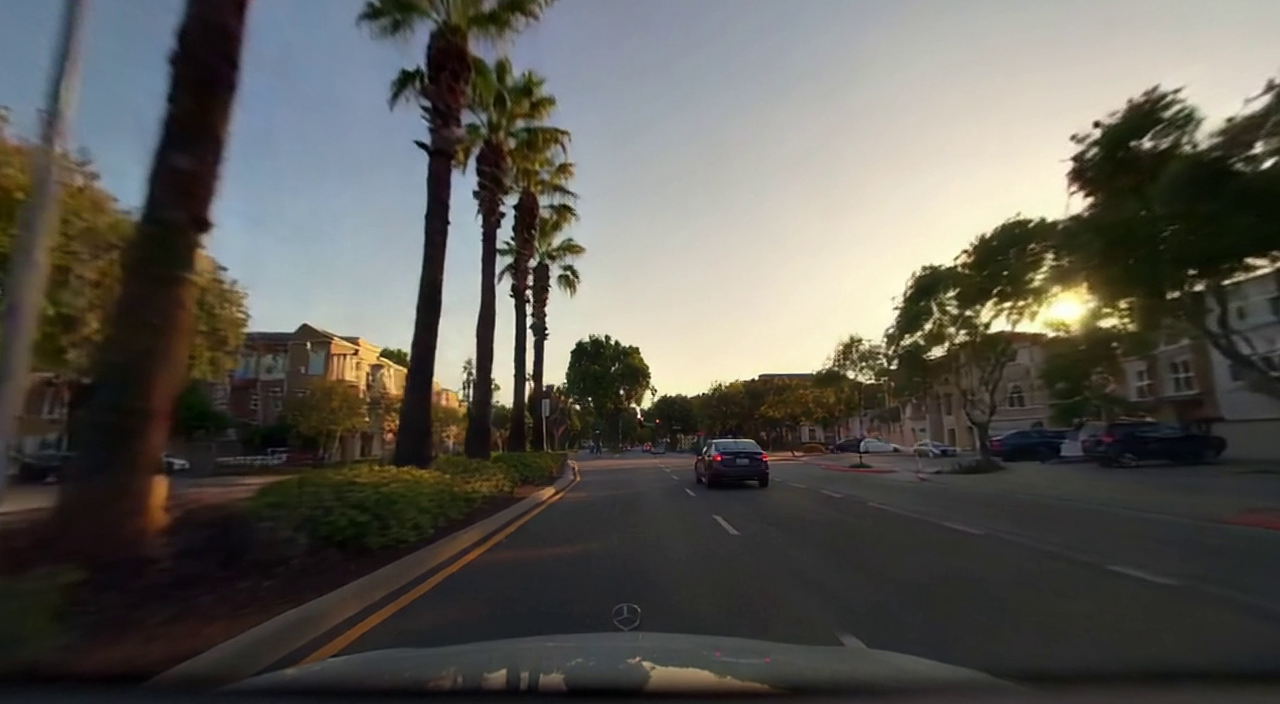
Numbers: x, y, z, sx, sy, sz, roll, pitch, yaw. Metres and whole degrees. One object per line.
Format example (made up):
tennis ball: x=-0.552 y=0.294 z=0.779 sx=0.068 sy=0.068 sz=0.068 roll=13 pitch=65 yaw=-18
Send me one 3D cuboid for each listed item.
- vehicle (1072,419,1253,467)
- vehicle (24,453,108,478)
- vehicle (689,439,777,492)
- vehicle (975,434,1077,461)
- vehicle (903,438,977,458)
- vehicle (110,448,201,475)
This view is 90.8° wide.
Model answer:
vehicle: x=21.920 y=3.845 z=26.684 sx=5.644 sy=1.937 sz=2.174 roll=0 pitch=-9 yaw=-1
vehicle: x=-36.019 y=7.100 z=39.778 sx=1.777 sy=1.425 sz=3.875 roll=1 pitch=-9 yaw=-5
vehicle: x=2.727 y=3.456 z=19.584 sx=1.964 sy=1.448 sz=4.295 roll=0 pitch=-9 yaw=-2
vehicle: x=22.400 y=5.568 z=36.800 sx=4.633 sy=1.518 sz=2.008 roll=0 pitch=-9 yaw=-1
vehicle: x=22.047 y=7.074 z=46.478 sx=4.472 sy=1.451 sz=1.842 roll=0 pitch=-9 yaw=-1
vehicle: x=-30.850 y=6.953 z=40.441 sx=1.933 sy=1.586 sz=4.594 roll=-1 pitch=-9 yaw=4
